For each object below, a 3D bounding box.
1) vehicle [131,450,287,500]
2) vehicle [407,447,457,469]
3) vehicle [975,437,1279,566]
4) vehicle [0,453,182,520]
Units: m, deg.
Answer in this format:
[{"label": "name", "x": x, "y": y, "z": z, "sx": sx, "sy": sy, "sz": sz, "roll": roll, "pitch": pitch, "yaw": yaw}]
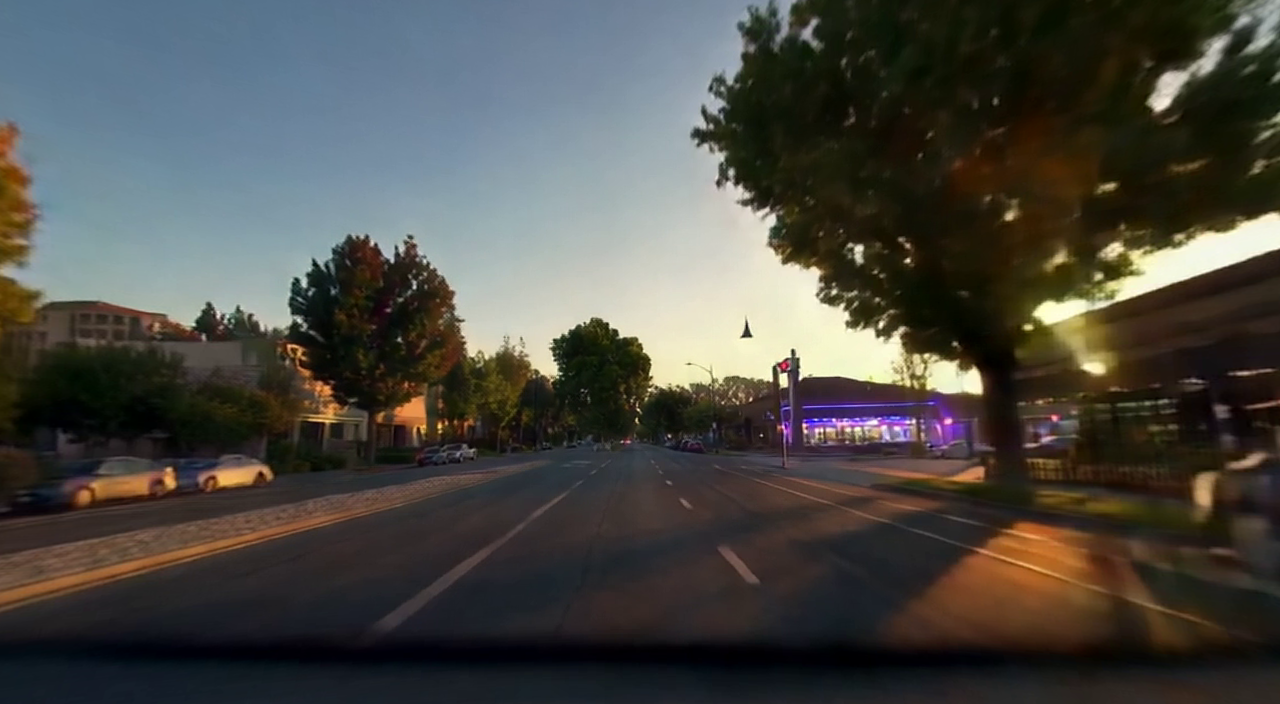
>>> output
[{"label": "vehicle", "x": -14.820, "y": 4.214, "z": 22.162, "sx": 2.124, "sy": 1.501, "sz": 4.807, "roll": 0, "pitch": -9, "yaw": -1}, {"label": "vehicle", "x": -15.147, "y": 7.708, "z": 46.267, "sx": 2.106, "sy": 1.479, "sz": 4.541, "roll": 0, "pitch": -9, "yaw": 1}, {"label": "vehicle", "x": 7.252, "y": 2.055, "z": 9.532, "sx": 1.954, "sy": 1.460, "sz": 4.388, "roll": 0, "pitch": -9, "yaw": 0}, {"label": "vehicle", "x": -14.800, "y": 3.463, "z": 16.770, "sx": 1.836, "sy": 1.473, "sz": 4.413, "roll": -1, "pitch": -9, "yaw": 2}]
